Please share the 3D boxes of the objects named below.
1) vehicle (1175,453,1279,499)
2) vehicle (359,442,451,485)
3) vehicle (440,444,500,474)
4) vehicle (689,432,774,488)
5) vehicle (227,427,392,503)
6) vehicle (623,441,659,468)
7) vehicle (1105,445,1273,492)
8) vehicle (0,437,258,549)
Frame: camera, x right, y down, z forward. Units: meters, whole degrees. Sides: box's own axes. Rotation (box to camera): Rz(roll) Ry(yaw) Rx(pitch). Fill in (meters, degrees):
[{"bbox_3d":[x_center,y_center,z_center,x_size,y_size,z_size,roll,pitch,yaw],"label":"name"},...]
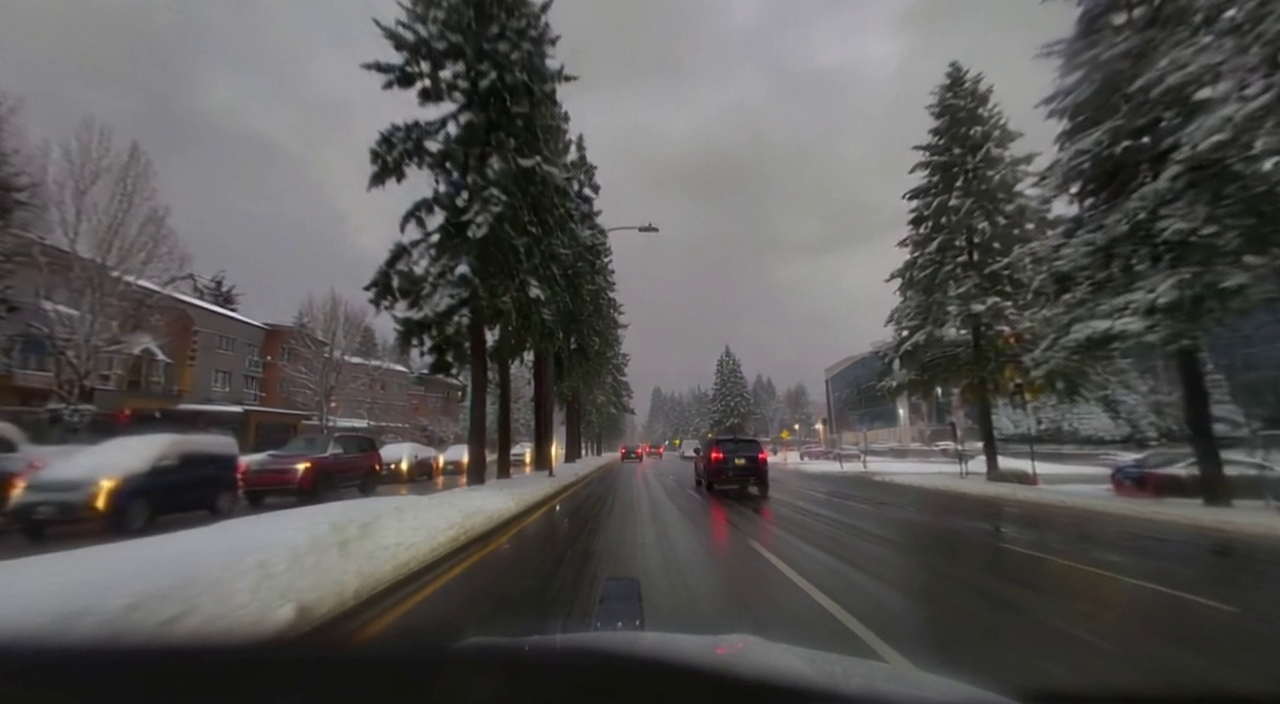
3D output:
[{"bbox_3d":[20.676,4.133,21.194,3.914,1.421,1.695,0,-8,-2],"label":"vehicle"},{"bbox_3d":[-8.882,4.227,24.281,1.864,1.500,4.294,0,-8,0],"label":"vehicle"},{"bbox_3d":[-9.065,5.727,34.069,1.938,1.464,4.340,0,-8,1],"label":"vehicle"},{"bbox_3d":[3.159,3.858,22.908,2.235,1.806,4.818,0,-8,-2],"label":"vehicle"},{"bbox_3d":[-9.038,3.121,17.894,2.024,1.822,4.824,0,-8,0],"label":"vehicle"},{"bbox_3d":[0.029,6.446,39.950,2.145,1.572,4.021,0,-8,-1],"label":"vehicle"},{"bbox_3d":[20.558,4.347,23.814,4.519,1.657,1.944,0,-8,-2],"label":"vehicle"},{"bbox_3d":[-9.022,2.251,10.879,1.955,1.484,4.608,0,-8,0],"label":"vehicle"}]
